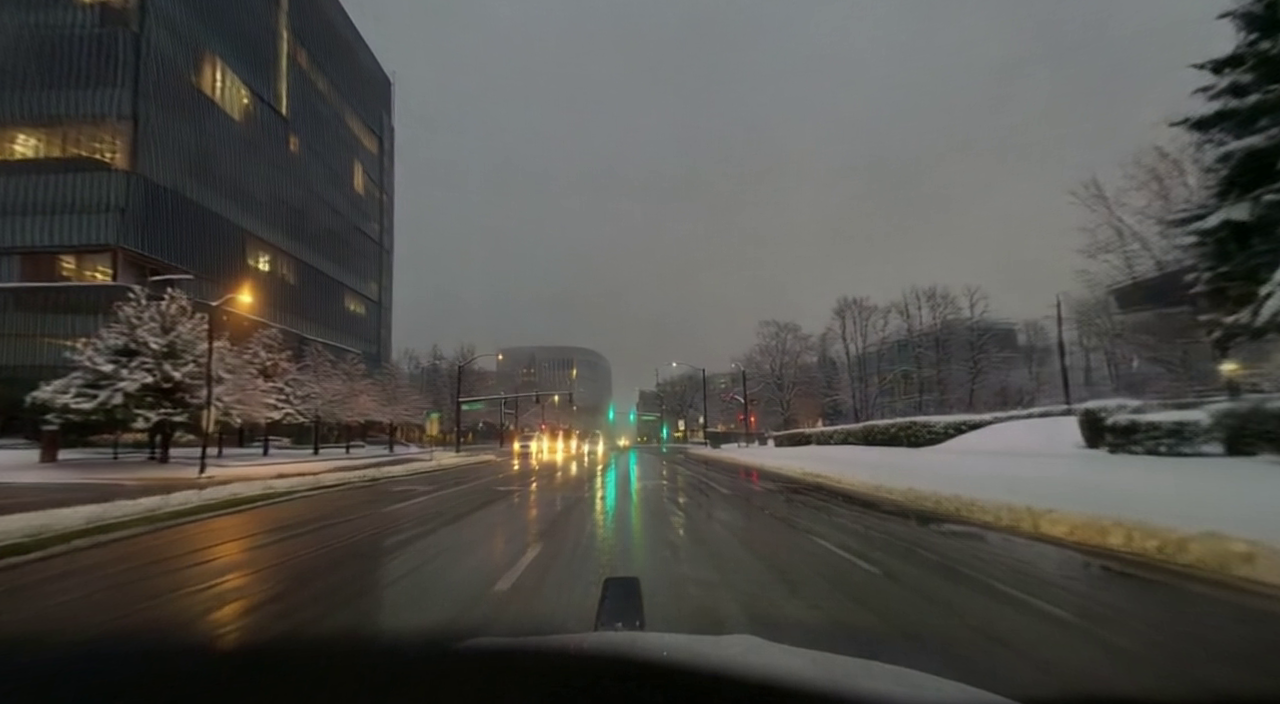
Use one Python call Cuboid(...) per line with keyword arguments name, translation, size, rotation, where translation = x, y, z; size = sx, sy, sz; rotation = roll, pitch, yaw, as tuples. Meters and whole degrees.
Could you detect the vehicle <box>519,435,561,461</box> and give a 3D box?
Cuboid(name="vehicle", translation=(-7.410, 7.235, 47.260), size=(2.204, 1.844, 4.766), rotation=(0, -9, 2))
